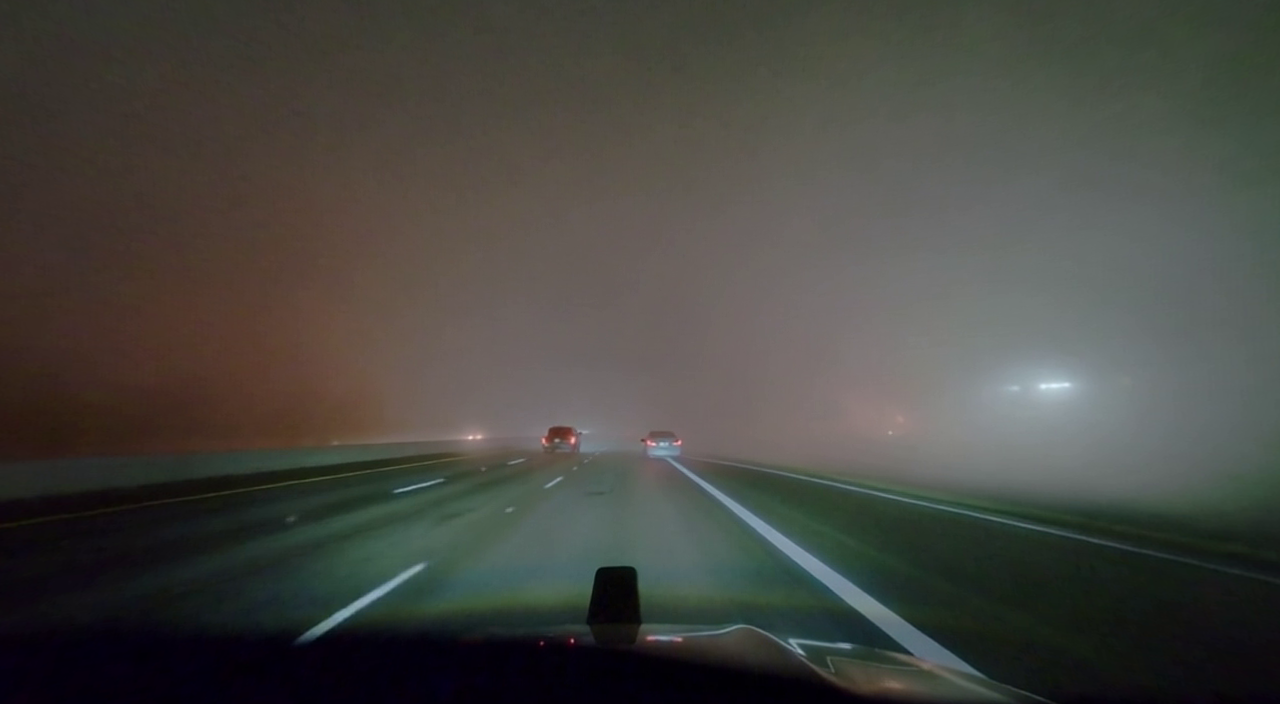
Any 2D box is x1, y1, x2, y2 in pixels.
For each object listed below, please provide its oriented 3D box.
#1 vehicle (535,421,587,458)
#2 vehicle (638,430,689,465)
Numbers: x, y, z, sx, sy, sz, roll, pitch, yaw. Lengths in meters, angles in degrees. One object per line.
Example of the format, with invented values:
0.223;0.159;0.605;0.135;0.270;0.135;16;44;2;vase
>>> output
-4.299;4.853;34.931;2.251;1.938;4.708;0;-8;0;vehicle
0.986;4.287;28.431;1.948;1.470;3.913;0;-8;-3;vehicle
